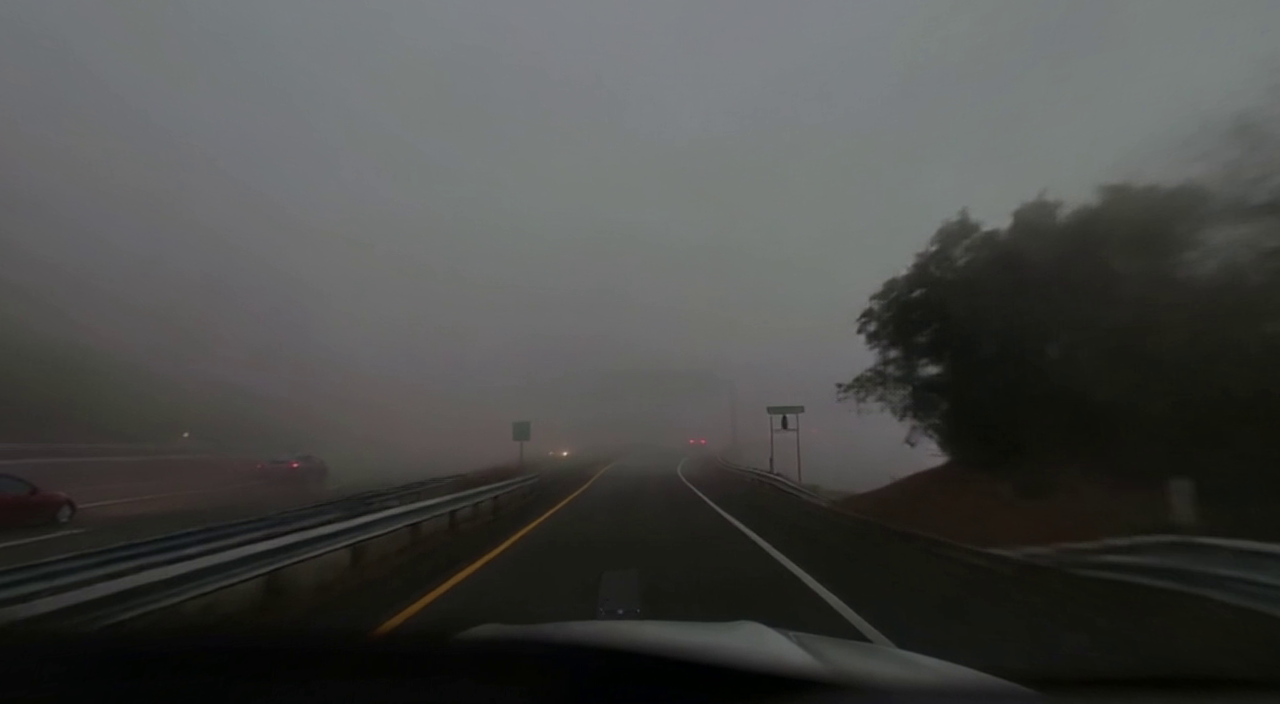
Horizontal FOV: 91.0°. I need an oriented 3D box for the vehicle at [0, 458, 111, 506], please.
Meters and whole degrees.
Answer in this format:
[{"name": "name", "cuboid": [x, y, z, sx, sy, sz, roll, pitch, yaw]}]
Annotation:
[{"name": "vehicle", "cuboid": [-26.058, 5.524, 27.220, 2.209, 1.778, 5.108, 1, -9, -6]}]
